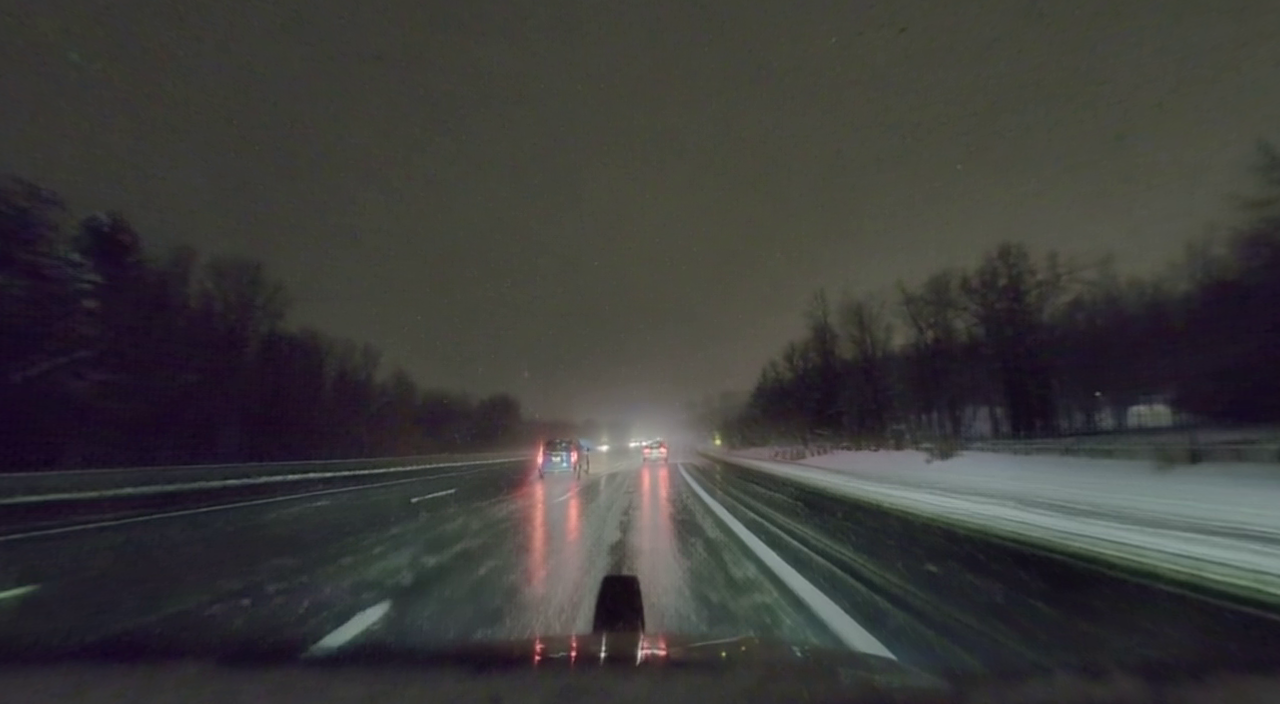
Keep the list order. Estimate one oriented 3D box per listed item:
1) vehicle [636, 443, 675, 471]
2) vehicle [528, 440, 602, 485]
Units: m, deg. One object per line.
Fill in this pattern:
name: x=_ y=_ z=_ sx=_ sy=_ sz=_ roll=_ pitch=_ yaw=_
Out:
vehicle: x=0.911 y=6.086 z=36.610 sx=2.129 sy=1.502 sz=4.321 roll=0 pitch=-9 yaw=2
vehicle: x=-2.780 y=4.247 z=24.406 sx=2.129 sy=1.563 sz=4.387 roll=-1 pitch=-9 yaw=3
